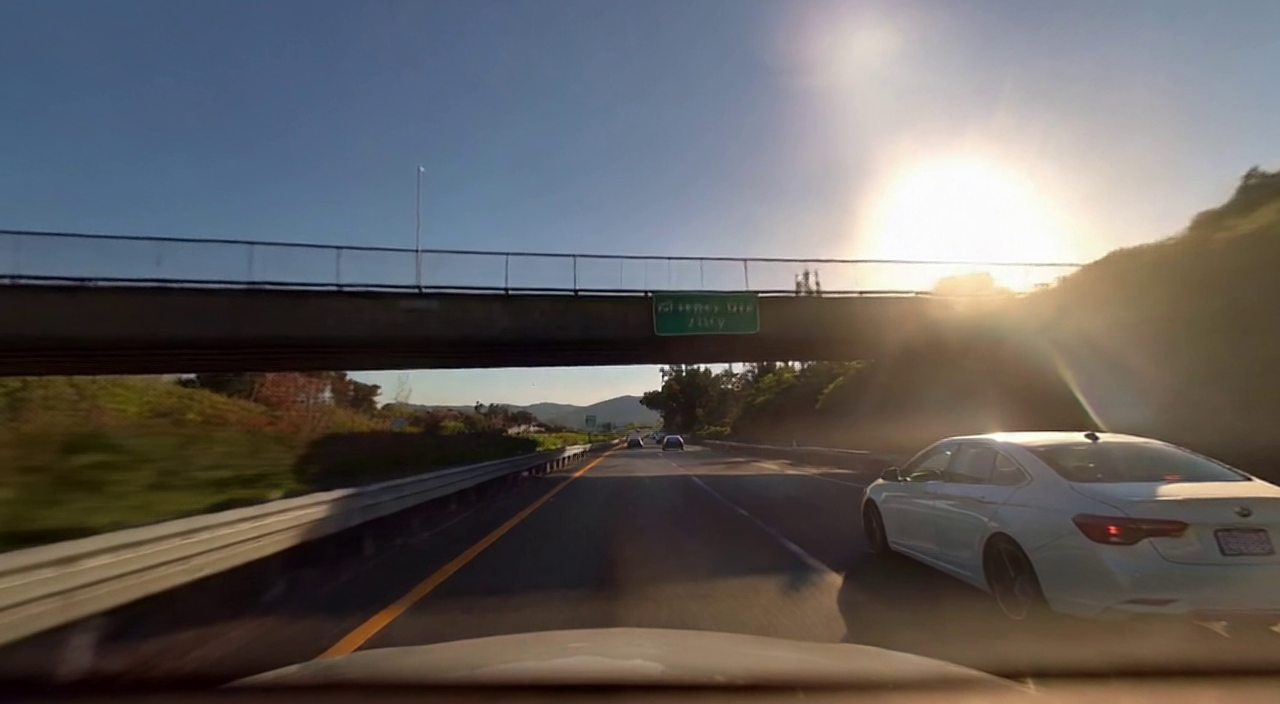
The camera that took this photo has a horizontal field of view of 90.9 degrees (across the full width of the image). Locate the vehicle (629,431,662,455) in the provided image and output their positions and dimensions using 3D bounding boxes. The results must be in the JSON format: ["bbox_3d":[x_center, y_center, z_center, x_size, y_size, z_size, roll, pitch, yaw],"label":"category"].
[{"bbox_3d":[0.322,6.068,42.084,1.981,1.490,3.449,0,-8,-2],"label":"vehicle"}]
